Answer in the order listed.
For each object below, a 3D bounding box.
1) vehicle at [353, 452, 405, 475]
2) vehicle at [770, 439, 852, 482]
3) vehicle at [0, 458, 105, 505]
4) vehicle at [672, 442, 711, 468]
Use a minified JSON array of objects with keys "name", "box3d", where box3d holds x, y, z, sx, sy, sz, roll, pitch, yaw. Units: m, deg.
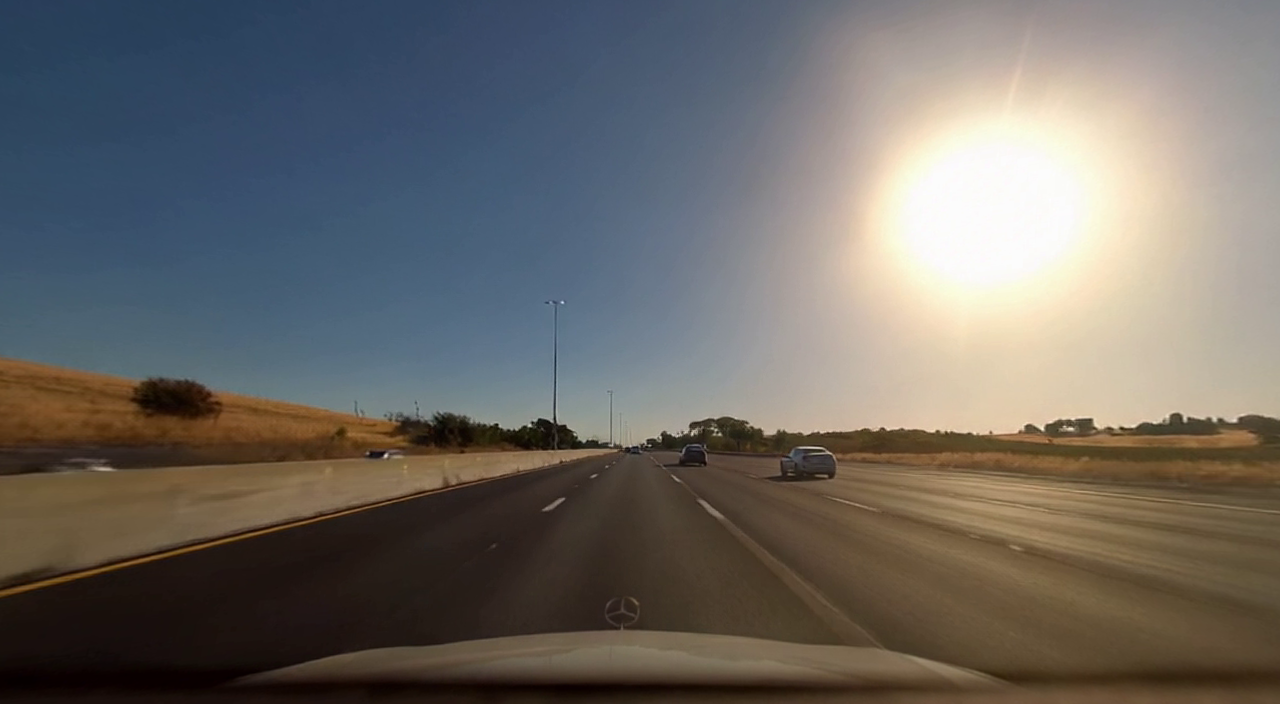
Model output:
[{"name":"vehicle","box3d":[-14.645,6.233,35.576,1.417,1.156,3.608,0,-8,0]},{"name":"vehicle","box3d":[6.623,4.246,24.932,2.038,1.528,3.910,0,-9,-2]},{"name":"vehicle","box3d":[-22.050,4.595,22.766,2.022,1.416,3.938,0,-8,0]},{"name":"vehicle","box3d":[3.231,6.531,40.322,2.056,1.553,4.320,0,-9,-1]}]
